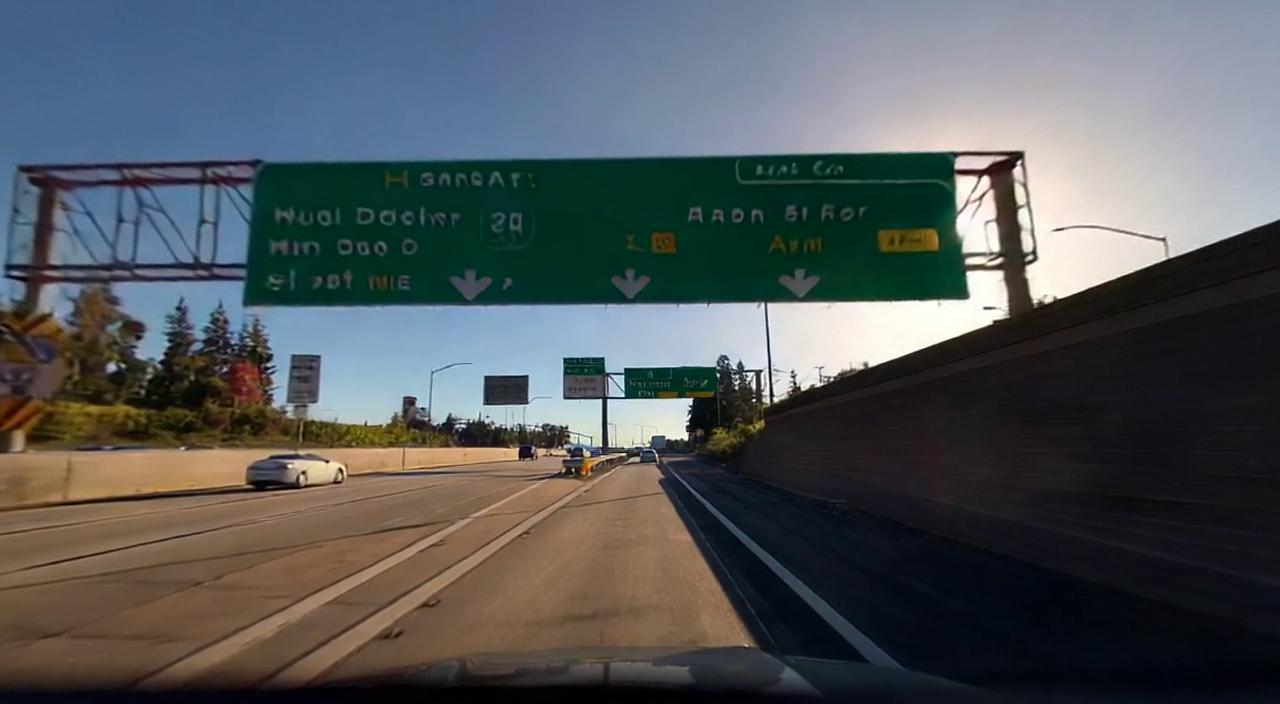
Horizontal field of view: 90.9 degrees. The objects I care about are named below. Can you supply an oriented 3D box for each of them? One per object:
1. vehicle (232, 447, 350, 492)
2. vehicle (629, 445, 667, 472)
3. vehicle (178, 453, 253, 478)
[{"bbox_3d":[-13.108,4.402,24.063,1.946,1.461,4.602,0,-8,-1],"label":"vehicle"},{"bbox_3d":[0.406,6.232,37.166,2.137,1.461,3.999,0,-8,-1],"label":"vehicle"},{"bbox_3d":[-28.540,7.625,42.562,1.988,1.517,4.641,0,-8,-2],"label":"vehicle"}]
